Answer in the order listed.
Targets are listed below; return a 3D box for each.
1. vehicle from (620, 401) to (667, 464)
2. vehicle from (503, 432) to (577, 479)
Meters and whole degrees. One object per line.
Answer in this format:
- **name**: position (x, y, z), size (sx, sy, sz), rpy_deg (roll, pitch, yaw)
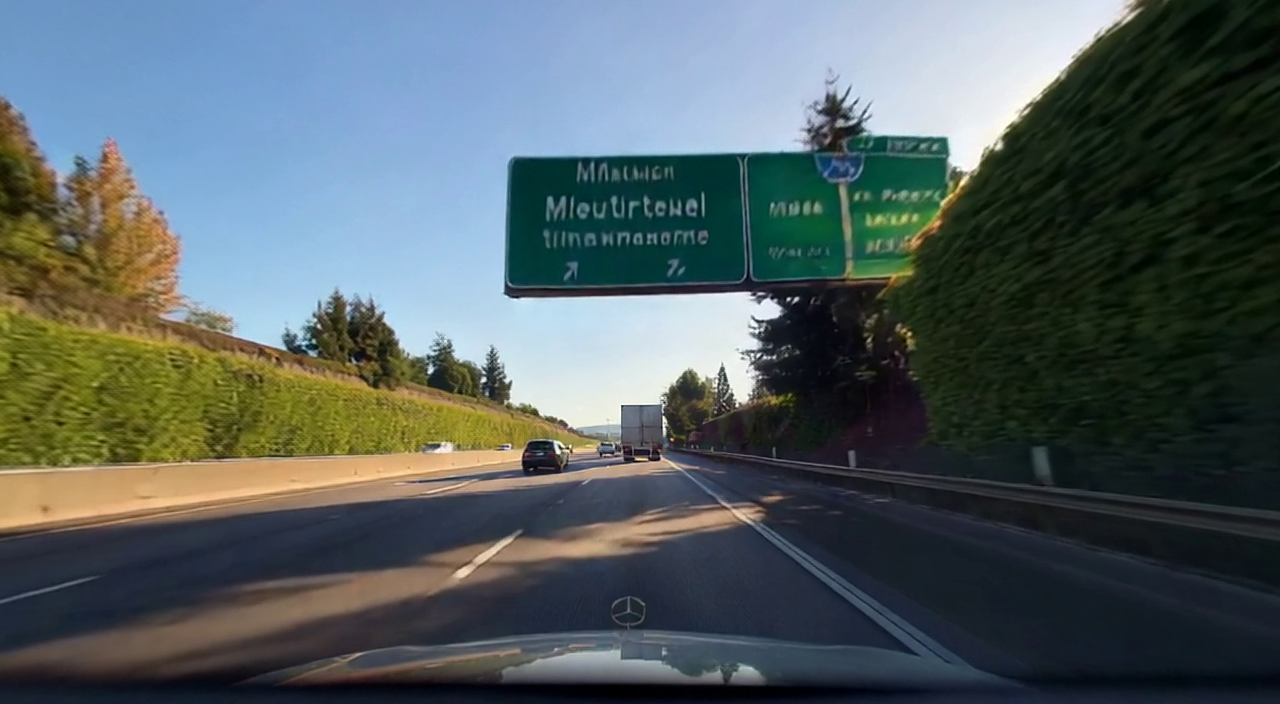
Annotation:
- **vehicle**: position (0.210, 6.348, 48.760), size (3.078, 4.031, 16.069), rpy_deg (0, -8, 0)
- **vehicle**: position (-3.922, 4.150, 25.625), size (2.186, 1.716, 4.672), rpy_deg (0, -8, 1)
